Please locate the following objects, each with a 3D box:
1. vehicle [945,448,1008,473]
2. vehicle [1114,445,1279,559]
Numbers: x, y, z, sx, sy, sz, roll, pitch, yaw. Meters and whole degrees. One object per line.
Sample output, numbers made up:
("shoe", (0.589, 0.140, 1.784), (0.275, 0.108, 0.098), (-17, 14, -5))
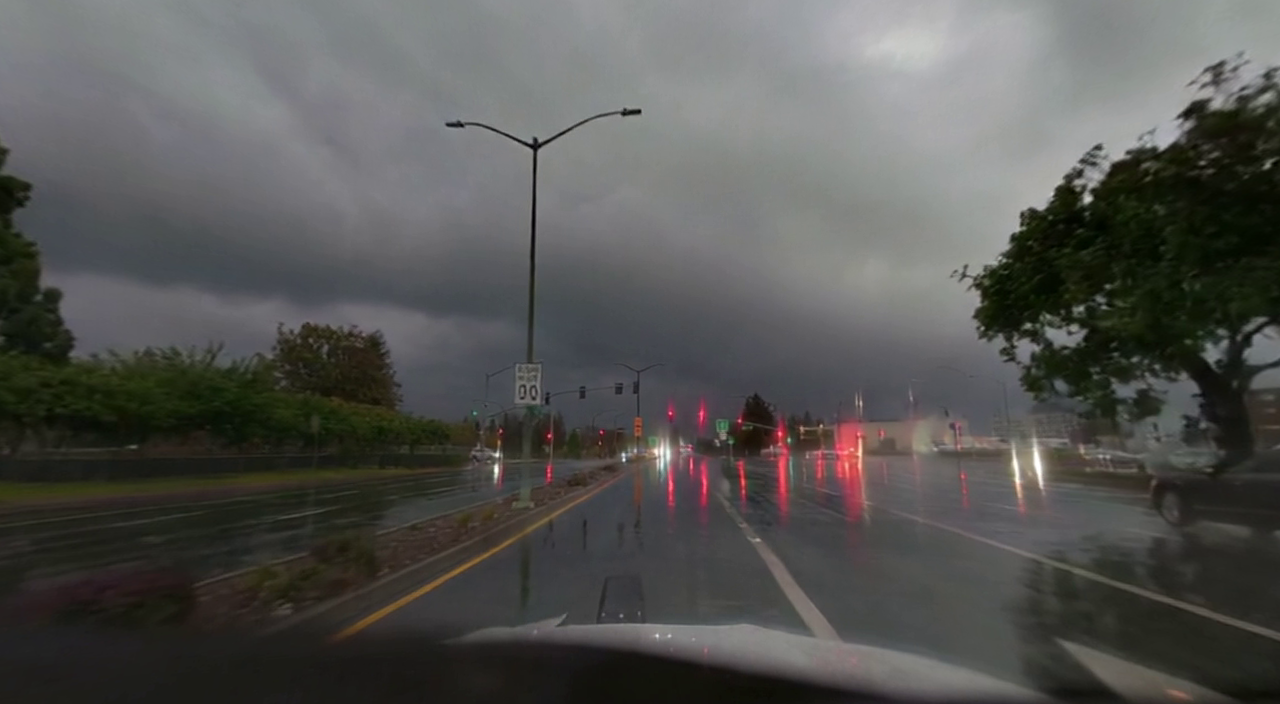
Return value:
("vehicle", (22.056, 7.115, 41.603), (1.896, 1.524, 4.562), (-1, -8, 5))
("vehicle", (9.596, 2.133, 9.294), (1.933, 1.500, 4.458), (0, -8, 3))
